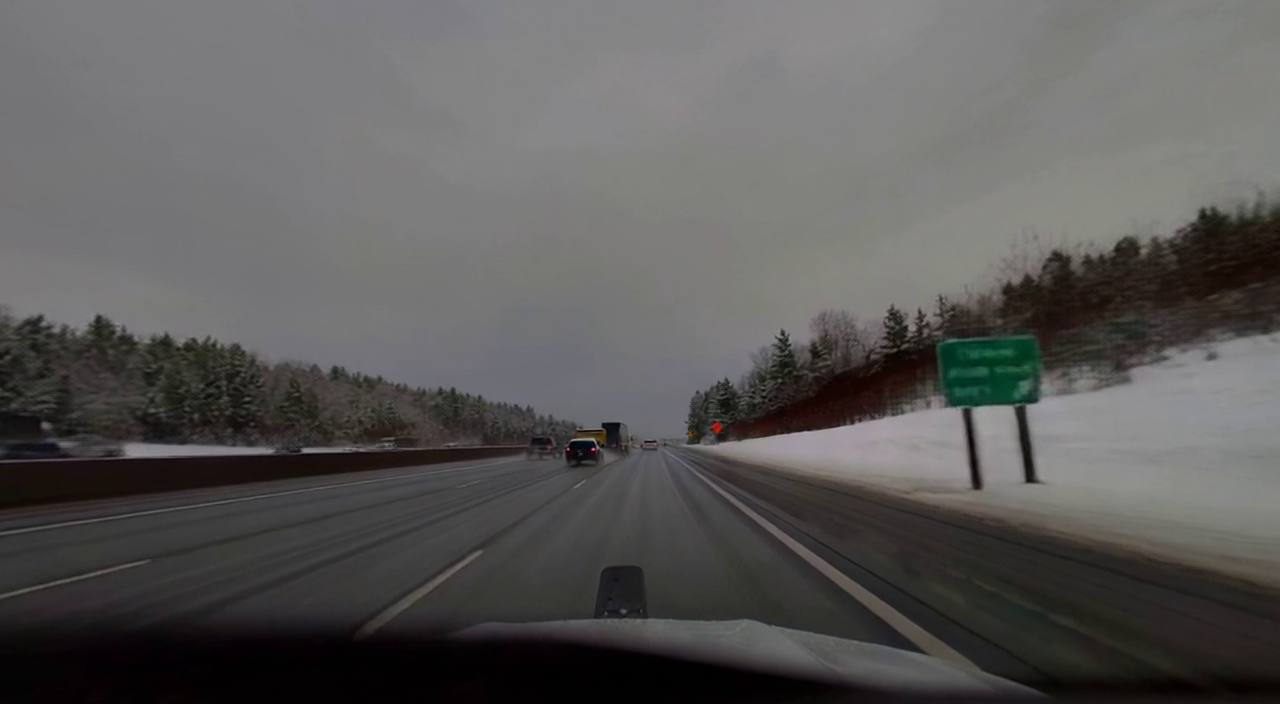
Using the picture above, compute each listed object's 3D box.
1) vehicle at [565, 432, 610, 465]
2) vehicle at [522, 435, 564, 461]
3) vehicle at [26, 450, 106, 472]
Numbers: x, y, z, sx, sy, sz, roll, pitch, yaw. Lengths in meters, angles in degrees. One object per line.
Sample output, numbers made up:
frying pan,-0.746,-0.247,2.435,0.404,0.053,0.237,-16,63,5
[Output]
vehicle,-2.880,5.413,35.296,2.194,1.766,3.720,0,-8,1
vehicle,-6.711,6.715,43.940,2.078,1.729,4.722,0,-8,2
vehicle,-41.269,7.815,45.277,1.700,1.439,4.347,0,-8,0
